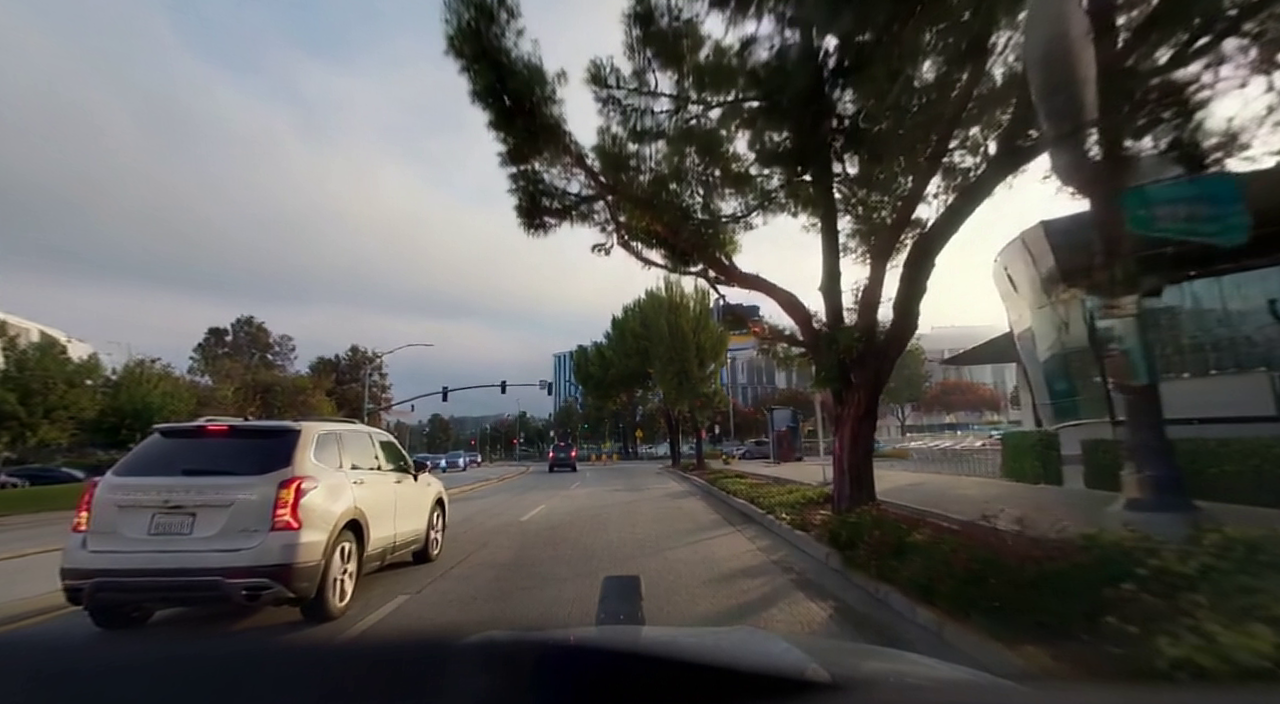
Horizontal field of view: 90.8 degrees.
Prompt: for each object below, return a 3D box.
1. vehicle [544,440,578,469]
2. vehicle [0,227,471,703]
[{"bbox_3d":[-5.289,6.926,42.803,2.134,1.799,5.082,1,-9,-6],"label":"vehicle"},{"bbox_3d":[-3.338,0.985,4.795,2.509,1.885,5.831,0,-9,0],"label":"vehicle"}]
